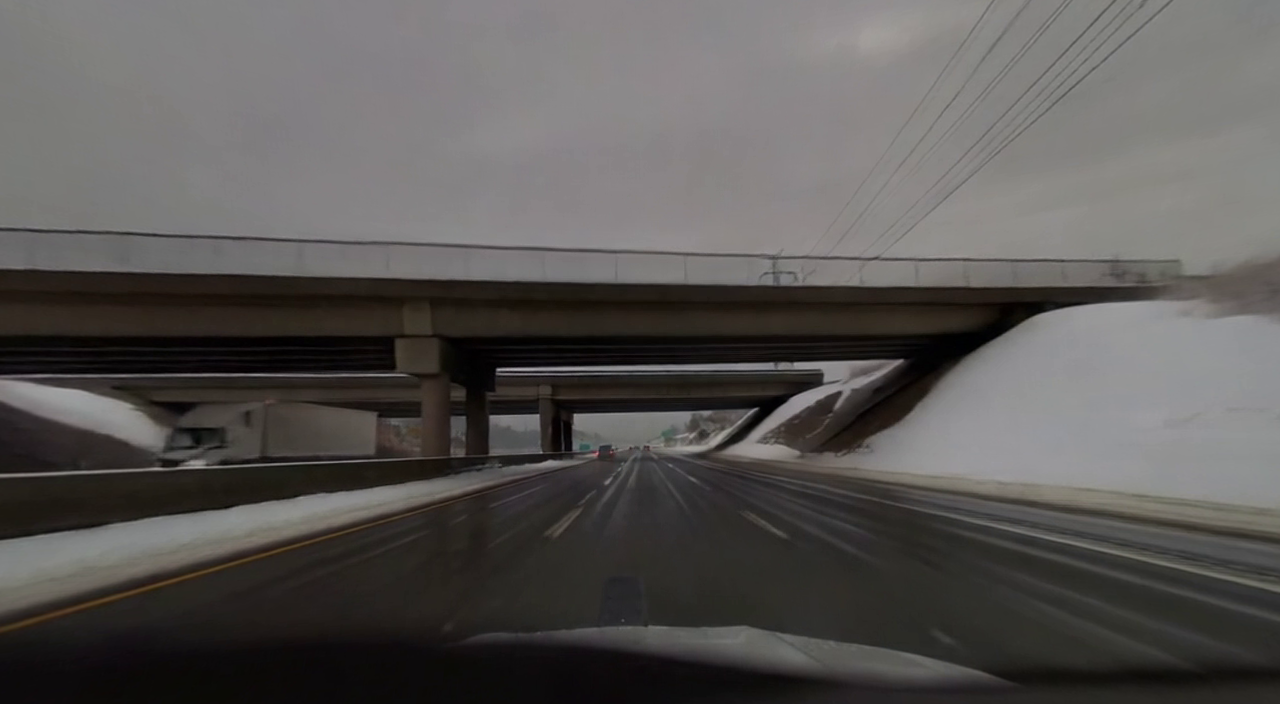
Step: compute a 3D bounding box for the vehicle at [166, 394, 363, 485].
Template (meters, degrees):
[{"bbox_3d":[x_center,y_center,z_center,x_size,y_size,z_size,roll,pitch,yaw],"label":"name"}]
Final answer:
[{"bbox_3d":[-19.691,4.919,34.829,2.890,4.006,13.229,0,-9,0],"label":"vehicle"}]
